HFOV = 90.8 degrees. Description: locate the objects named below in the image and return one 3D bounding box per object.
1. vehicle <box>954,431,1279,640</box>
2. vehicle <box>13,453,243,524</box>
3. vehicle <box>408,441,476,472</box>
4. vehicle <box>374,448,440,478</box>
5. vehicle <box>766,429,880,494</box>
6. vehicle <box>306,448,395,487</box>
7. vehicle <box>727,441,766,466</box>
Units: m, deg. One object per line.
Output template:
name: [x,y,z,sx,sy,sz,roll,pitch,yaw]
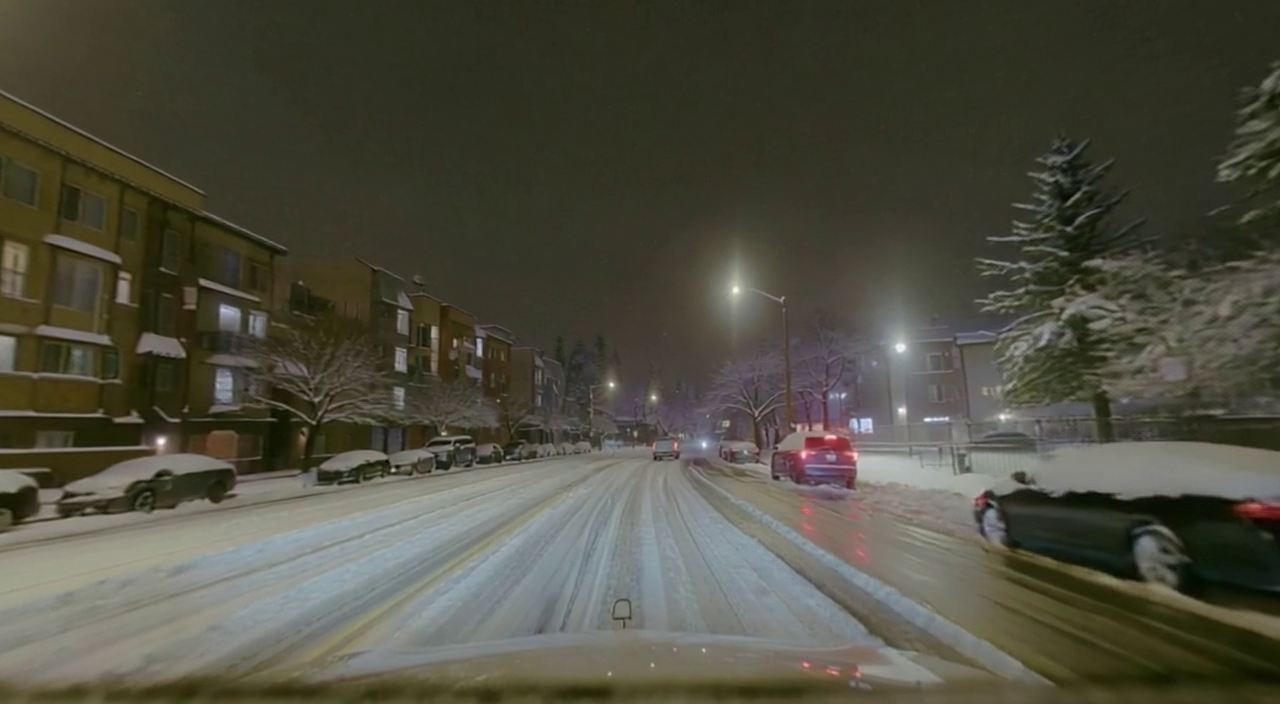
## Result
vehicle: [5.445,1.611,6.669,2.085,1.466,4.276,0,-8,1]
vehicle: [-12.601,3.337,16.074,1.889,1.461,4.608,0,-8,2]
vehicle: [-12.429,6.570,40.171,2.290,1.799,5.801,0,-8,2]
vehicle: [-12.320,5.853,33.676,1.723,1.418,4.359,0,-8,2]
vehicle: [5.646,3.455,20.421,2.102,1.781,5.470,0,-8,1]
vehicle: [-12.257,4.884,27.012,1.926,1.499,3.869,0,-8,0]
vehicle: [6.703,6.429,40.233,1.947,1.487,4.549,0,-8,3]
